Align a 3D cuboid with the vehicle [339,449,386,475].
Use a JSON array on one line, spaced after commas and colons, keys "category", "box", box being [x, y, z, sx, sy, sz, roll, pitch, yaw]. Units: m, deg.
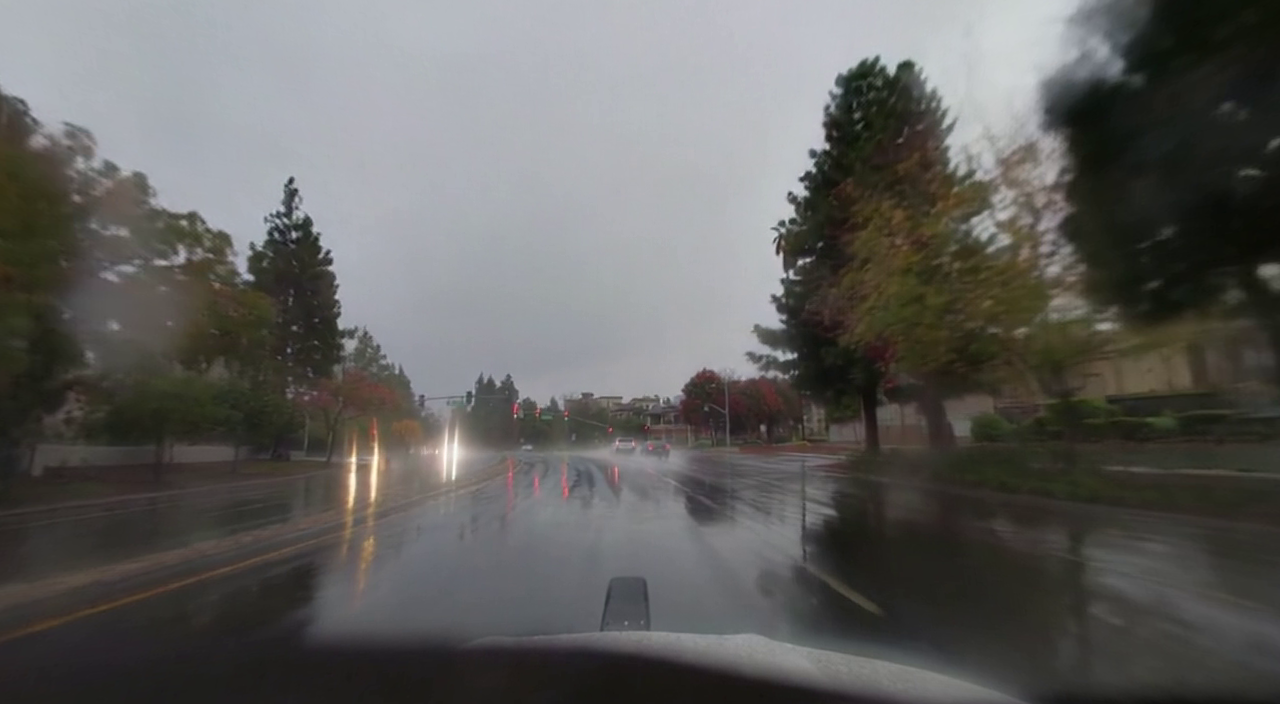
[{"category": "vehicle", "box": [-19.645, 7.742, 44.753, 1.939, 1.715, 4.310, 1, -8, -9]}]
